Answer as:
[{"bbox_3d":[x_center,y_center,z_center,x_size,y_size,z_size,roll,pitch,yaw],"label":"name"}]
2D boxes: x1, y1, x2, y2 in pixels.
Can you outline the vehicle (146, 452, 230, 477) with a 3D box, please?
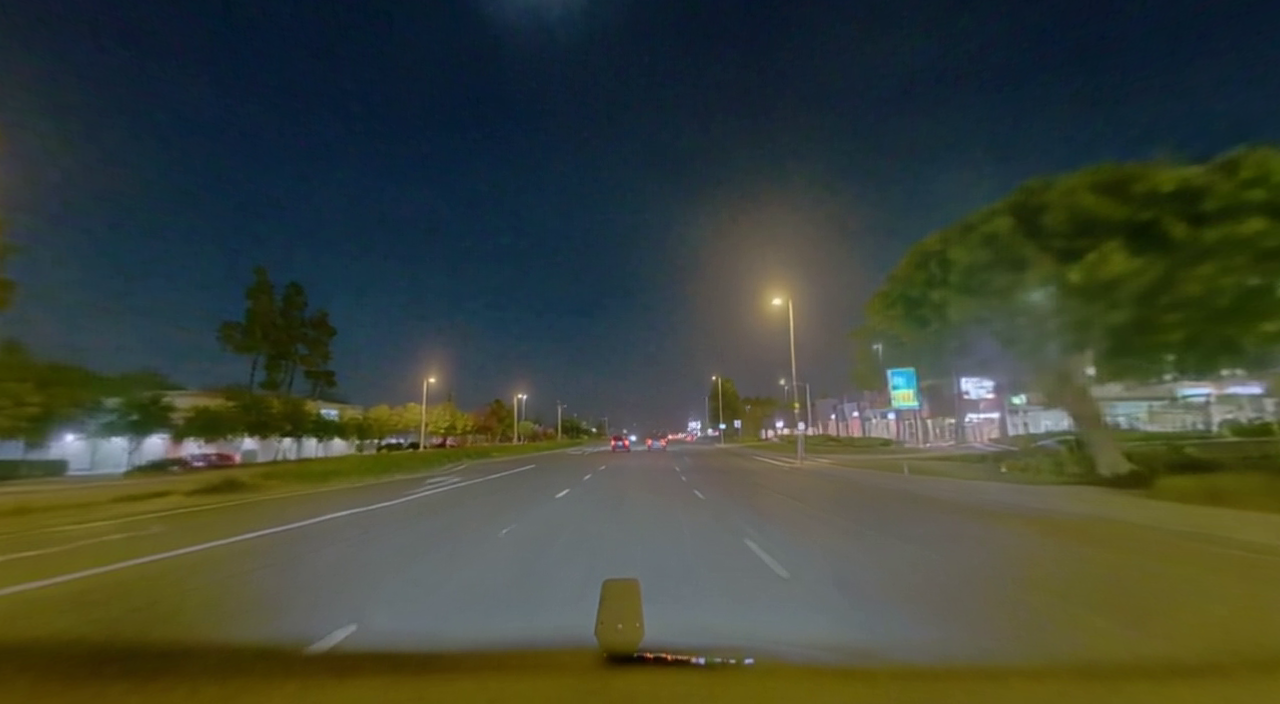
[{"bbox_3d":[-33.322,8.270,46.628,4.743,1.760,2.046,-1,-9,5],"label":"vehicle"}]
